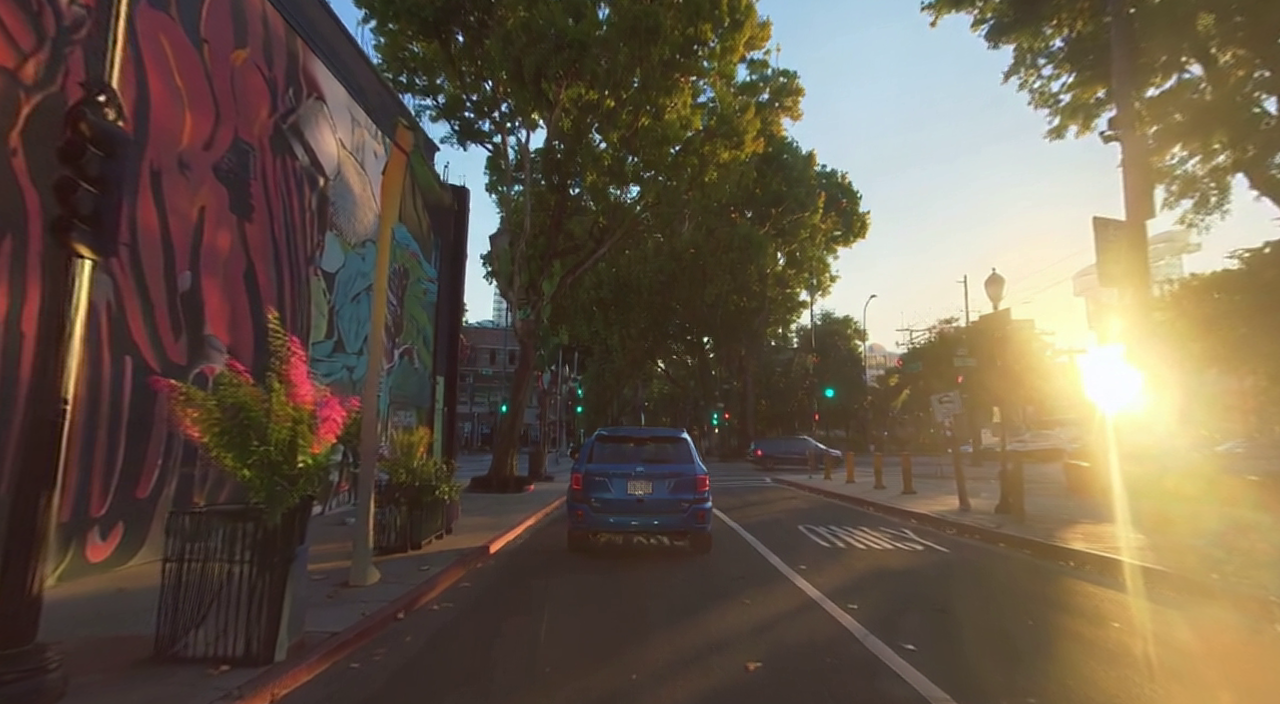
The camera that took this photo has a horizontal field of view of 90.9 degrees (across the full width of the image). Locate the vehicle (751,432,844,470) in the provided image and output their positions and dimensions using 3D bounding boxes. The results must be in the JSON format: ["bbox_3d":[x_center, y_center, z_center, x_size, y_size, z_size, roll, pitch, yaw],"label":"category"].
[{"bbox_3d":[9.464,5.877,37.623,5.513,2.063,2.448,6,-11,-37],"label":"vehicle"}]

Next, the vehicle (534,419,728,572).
[{"bbox_3d":[-0.113,1.831,8.777,2.079,1.621,3.861,0,-8,0],"label":"vehicle"}]
